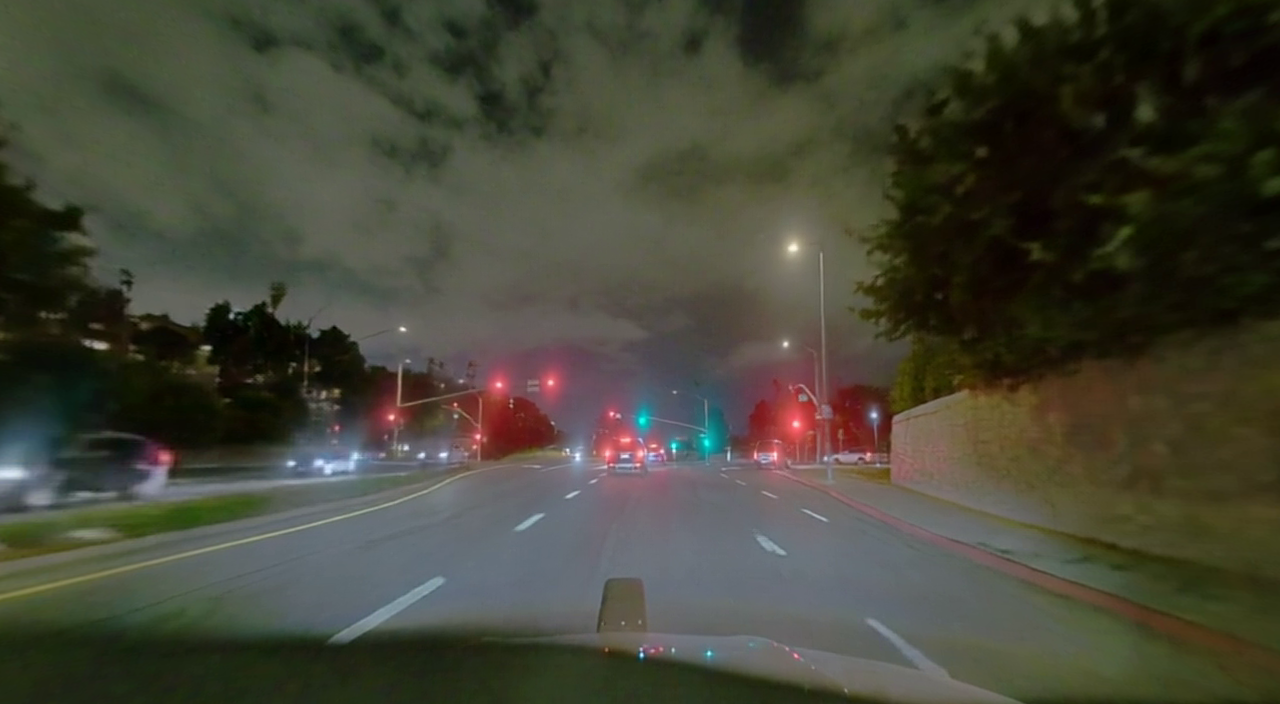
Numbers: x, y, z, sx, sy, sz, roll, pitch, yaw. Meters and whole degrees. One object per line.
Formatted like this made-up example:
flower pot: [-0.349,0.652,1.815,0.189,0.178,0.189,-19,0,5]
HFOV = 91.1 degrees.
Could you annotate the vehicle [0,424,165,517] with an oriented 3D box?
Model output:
vehicle: [-13.300,2.521,13.717,2.111,1.751,4.757,0,-9,0]

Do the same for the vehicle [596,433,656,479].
vehicle: [-0.521,4.518,27.539,2.152,1.822,4.391,-1,-9,5]

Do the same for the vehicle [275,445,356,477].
vehicle: [-17.609,5.925,34.374,1.924,1.598,4.652,0,-9,0]

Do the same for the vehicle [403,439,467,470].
vehicle: [-12.795,6.437,39.594,2.086,1.797,4.749,-1,-9,5]
